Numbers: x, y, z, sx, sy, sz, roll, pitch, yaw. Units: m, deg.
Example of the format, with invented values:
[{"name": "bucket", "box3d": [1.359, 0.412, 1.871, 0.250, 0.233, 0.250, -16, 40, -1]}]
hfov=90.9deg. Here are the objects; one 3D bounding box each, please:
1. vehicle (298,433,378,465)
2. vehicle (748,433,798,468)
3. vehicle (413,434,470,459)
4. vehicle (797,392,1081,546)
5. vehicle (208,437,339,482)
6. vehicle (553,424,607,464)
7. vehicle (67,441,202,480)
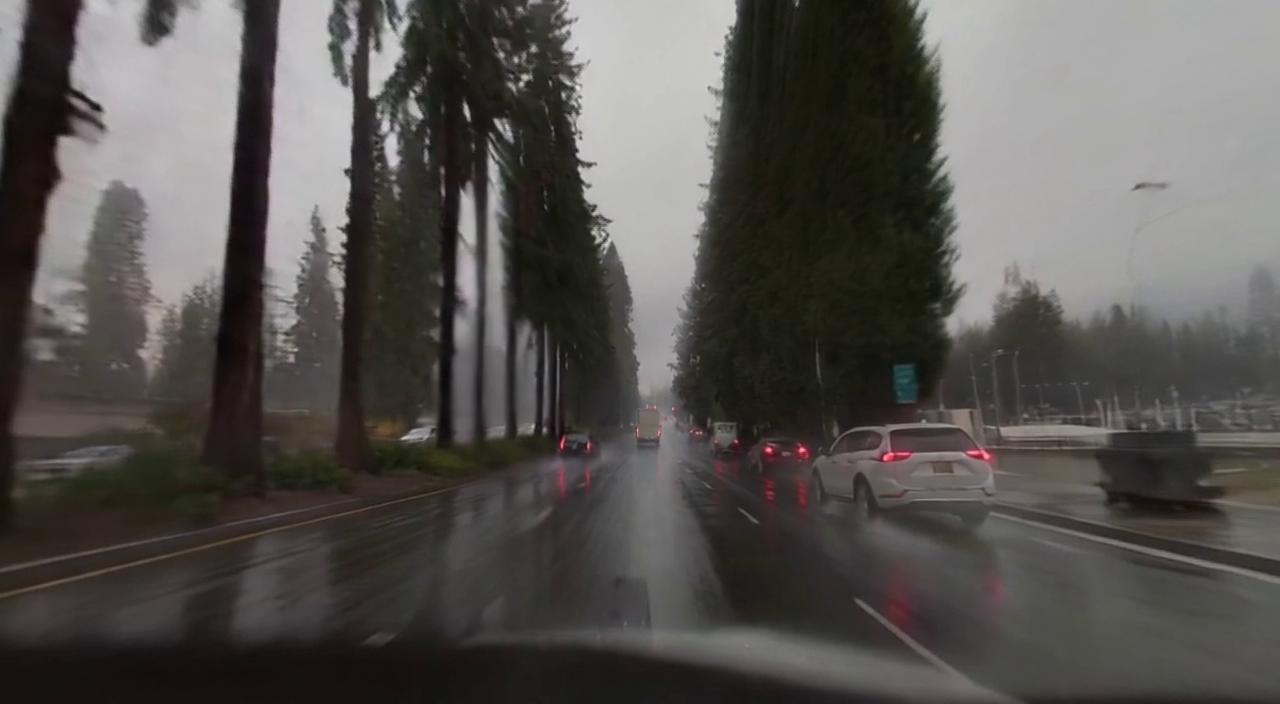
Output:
[{"name": "vehicle", "box3d": [-16.714, 5.408, 35.223, 2.059, 1.688, 4.657, 0, -8, 1]}, {"name": "vehicle", "box3d": [7.165, 5.367, 34.361, 2.280, 1.757, 4.572, -1, -9, 7]}, {"name": "vehicle", "box3d": [-12.586, 6.033, 40.253, 2.053, 1.496, 4.569, 0, -8, 2]}, {"name": "vehicle", "box3d": [4.696, 1.985, 11.380, 2.381, 2.008, 5.971, 0, -8, 2]}, {"name": "vehicle", "box3d": [-13.154, 3.875, 23.004, 1.897, 1.472, 4.592, 0, -8, 2]}, {"name": "vehicle", "box3d": [-3.132, 4.946, 33.795, 2.255, 1.940, 4.822, 0, -8, 2]}, {"name": "vehicle", "box3d": [-20.587, 4.421, 25.972, 1.906, 1.470, 4.369, 0, -8, 0]}]
